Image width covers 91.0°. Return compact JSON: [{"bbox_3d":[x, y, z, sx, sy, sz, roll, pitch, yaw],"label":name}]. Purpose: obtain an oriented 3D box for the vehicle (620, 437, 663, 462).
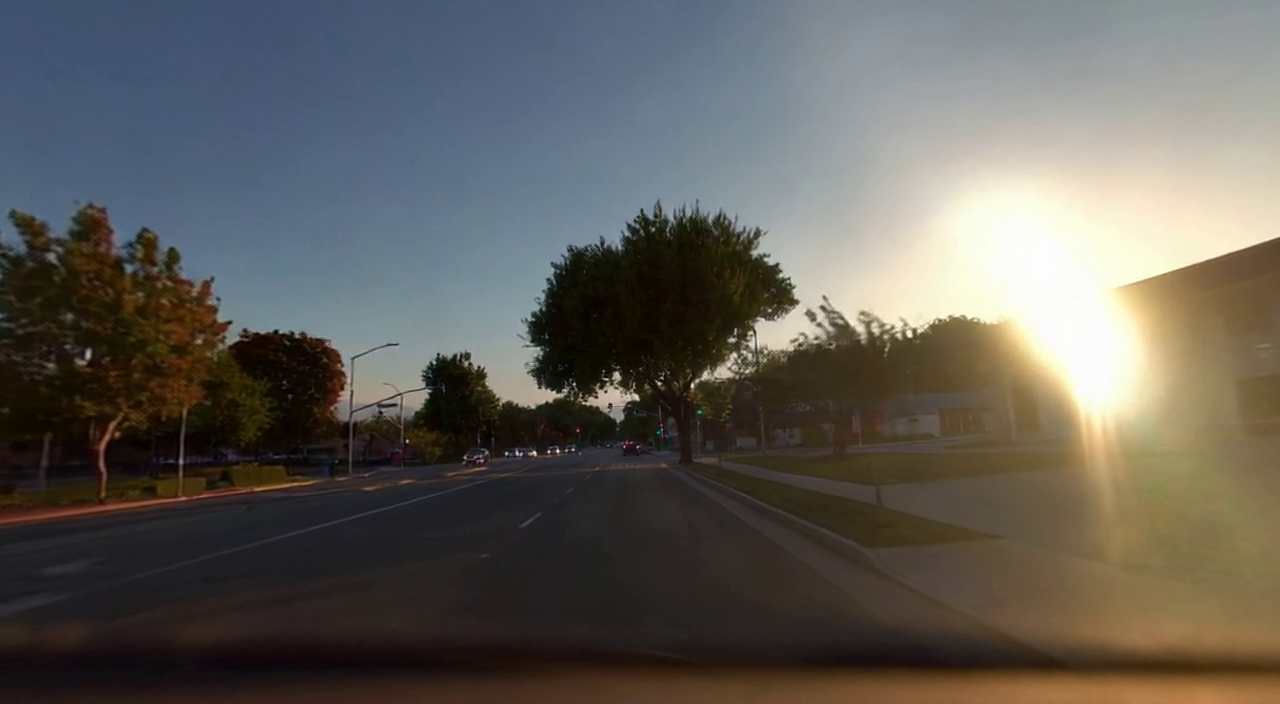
[{"bbox_3d":[0.152,6.747,43.719,2.191,1.607,4.361,-1,-9,11],"label":"vehicle"}]
